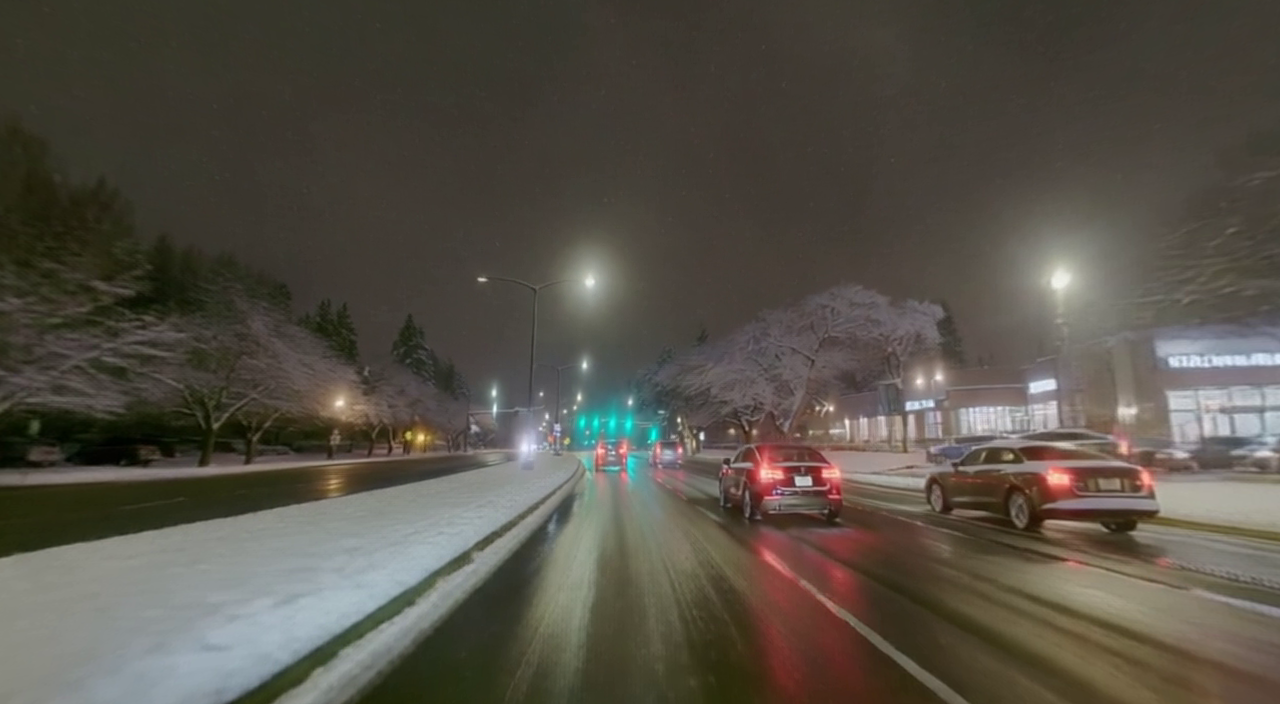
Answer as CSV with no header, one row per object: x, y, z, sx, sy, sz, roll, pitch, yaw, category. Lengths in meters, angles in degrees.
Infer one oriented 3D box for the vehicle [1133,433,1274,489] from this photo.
22.979,4.408,26.079,2.528,1.997,5.919,-2,-8,24,vehicle

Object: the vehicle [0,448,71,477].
-30.294,5.334,30.571,3.468,1.345,1.795,0,-9,-4,vehicle

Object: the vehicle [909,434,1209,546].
6.495,2.154,10.531,1.917,1.457,4.274,0,-9,-3,vehicle

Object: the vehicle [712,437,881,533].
2.658,2.358,11.834,1.883,1.452,4.258,0,-9,-3,vehicle

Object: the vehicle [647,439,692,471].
1.646,5.927,36.408,2.000,1.745,4.206,1,-9,-5,vehicle

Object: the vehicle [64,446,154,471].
-30.478,6.127,36.204,3.502,1.364,1.773,1,-9,-4,vehicle

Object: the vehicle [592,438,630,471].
-1.738,5.879,36.330,2.051,1.798,4.168,1,-9,-4,vehicle
